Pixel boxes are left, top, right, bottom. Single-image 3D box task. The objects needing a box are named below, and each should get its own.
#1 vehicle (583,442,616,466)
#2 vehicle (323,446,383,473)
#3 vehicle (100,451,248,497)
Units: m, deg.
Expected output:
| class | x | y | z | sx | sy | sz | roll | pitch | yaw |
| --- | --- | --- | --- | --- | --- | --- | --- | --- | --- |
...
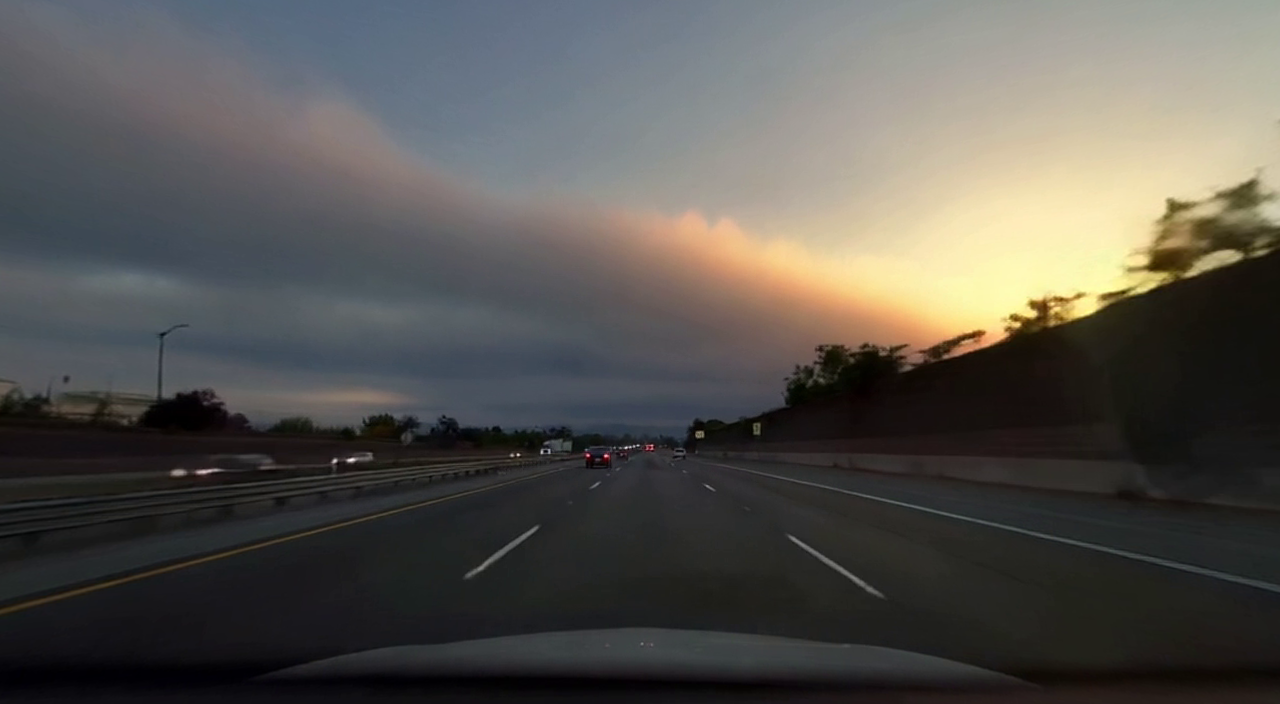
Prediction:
| class | x | y | z | sx | sy | sz | roll | pitch | yaw |
| --- | --- | --- | --- | --- | --- | --- | --- | --- | --- |
| vehicle | -3.100 | 7.903 | 49.100 | 2.319 | 1.738 | 4.355 | 0 | -8 | 0 |
| vehicle | -19.667 | 7.372 | 43.402 | 1.935 | 1.717 | 4.502 | 0 | -8 | 0 |
| vehicle | -16.448 | 4.286 | 22.604 | 1.899 | 1.438 | 4.385 | 0 | -8 | 1 |
